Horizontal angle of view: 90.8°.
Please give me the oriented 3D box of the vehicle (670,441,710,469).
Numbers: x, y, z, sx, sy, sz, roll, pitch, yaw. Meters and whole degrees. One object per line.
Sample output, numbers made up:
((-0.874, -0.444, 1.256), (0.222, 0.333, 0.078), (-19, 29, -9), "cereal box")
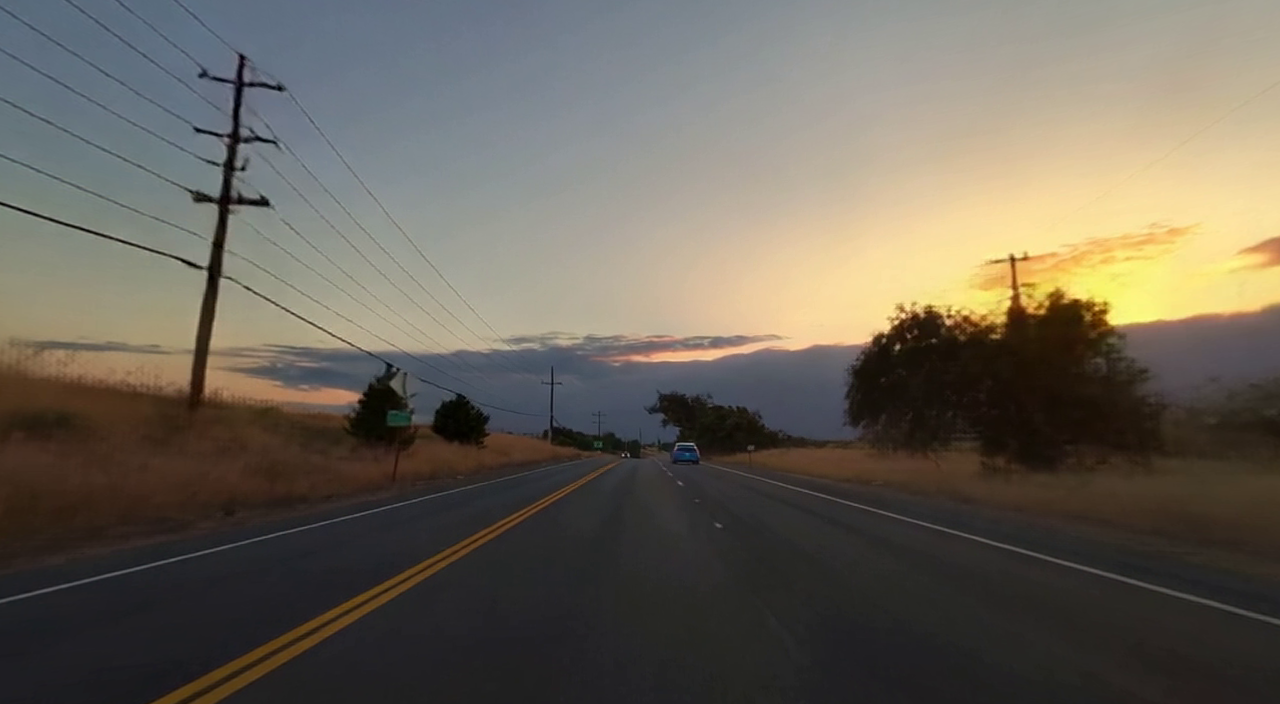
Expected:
((3.188, 6.671, 40.909), (2.135, 1.692, 4.185), (0, -9, -2), "vehicle")
